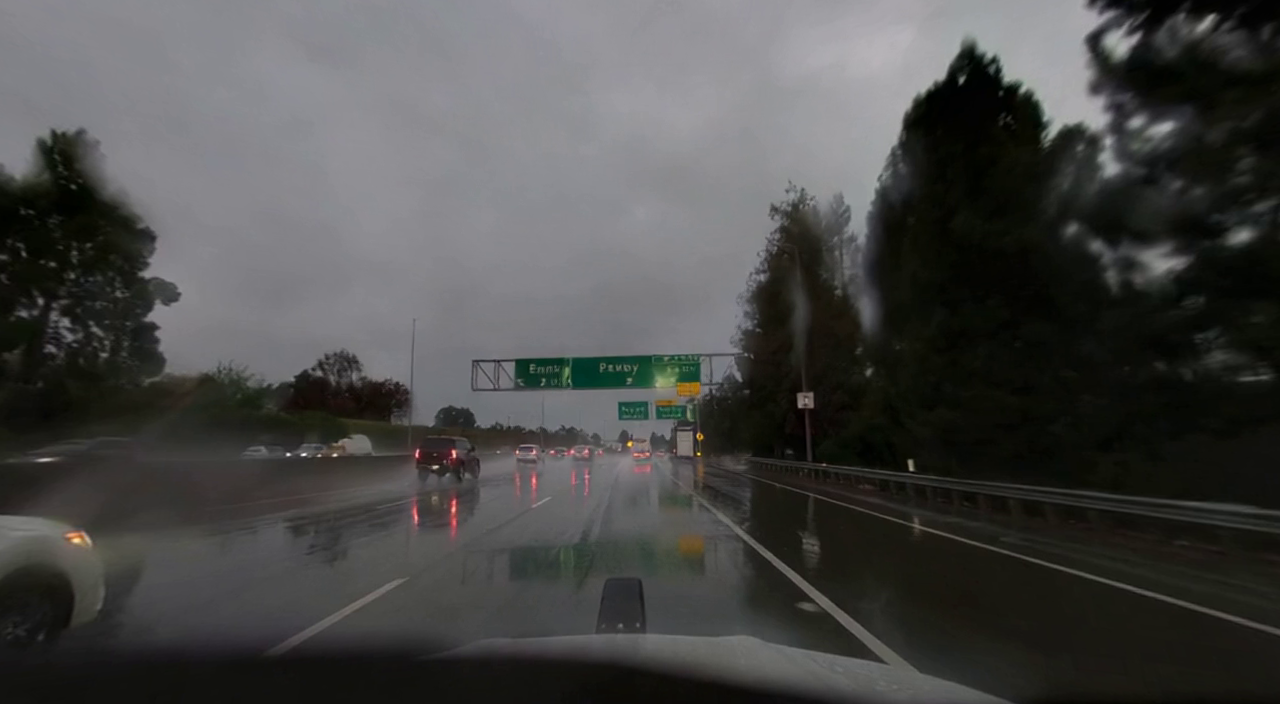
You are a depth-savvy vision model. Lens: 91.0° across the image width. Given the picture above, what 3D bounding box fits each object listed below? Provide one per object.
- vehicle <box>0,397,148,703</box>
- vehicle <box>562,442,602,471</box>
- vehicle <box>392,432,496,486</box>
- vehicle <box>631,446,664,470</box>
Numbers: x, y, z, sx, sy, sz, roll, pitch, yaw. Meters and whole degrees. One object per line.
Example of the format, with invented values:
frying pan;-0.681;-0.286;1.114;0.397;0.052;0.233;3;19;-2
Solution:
vehicle;-4.190;0.789;1.700;2.027;1.547;4.511;0;-9;0
vehicle;-3.723;6.812;41.277;2.132;1.708;4.571;0;-9;1
vehicle;-7.576;4.196;25.104;2.250;1.870;5.647;0;-9;1
vehicle;0.551;7.247;43.367;2.153;1.510;4.646;0;-9;1
